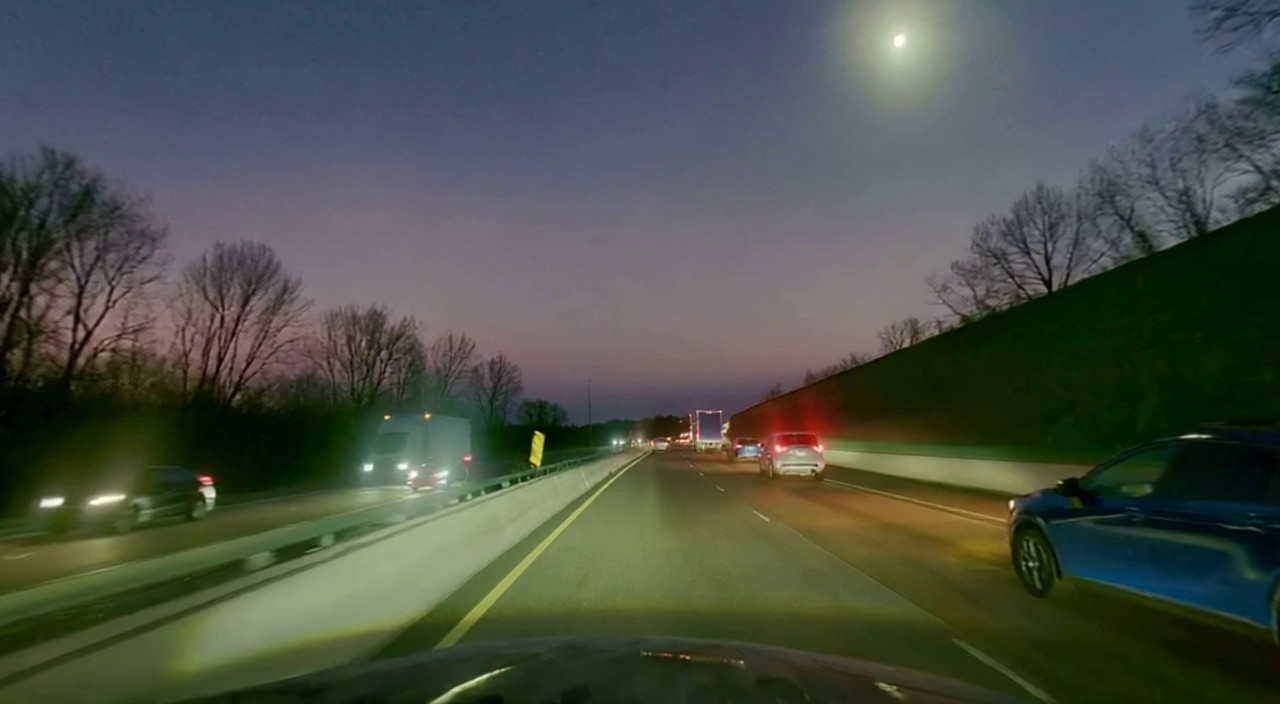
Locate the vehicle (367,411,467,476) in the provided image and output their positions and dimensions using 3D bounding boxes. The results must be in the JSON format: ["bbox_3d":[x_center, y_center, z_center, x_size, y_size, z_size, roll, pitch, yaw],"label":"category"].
[{"bbox_3d":[-14.140,5.943,41.033,2.992,3.720,9.676,0,-8,-1],"label":"vehicle"}]

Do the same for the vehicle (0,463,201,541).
[{"bbox_3d":[-13.261,3.604,15.661,1.884,1.506,3.990,1,-8,-2],"label":"vehicle"}]

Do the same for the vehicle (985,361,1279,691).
[{"bbox_3d":[4.347,0.966,3.706,2.110,1.684,4.390,0,-8,0],"label":"vehicle"}]

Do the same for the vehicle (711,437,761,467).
[{"bbox_3d":[5.017,5.281,33.565,2.000,1.473,4.440,0,-8,0],"label":"vehicle"}]

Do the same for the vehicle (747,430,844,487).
[{"bbox_3d":[4.624,3.217,19.361,1.940,1.539,4.005,0,-8,0],"label":"vehicle"}]

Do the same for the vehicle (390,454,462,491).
[{"bbox_3d":[-9.577,5.421,28.569,1.804,1.447,4.181,0,-8,-1],"label":"vehicle"}]
